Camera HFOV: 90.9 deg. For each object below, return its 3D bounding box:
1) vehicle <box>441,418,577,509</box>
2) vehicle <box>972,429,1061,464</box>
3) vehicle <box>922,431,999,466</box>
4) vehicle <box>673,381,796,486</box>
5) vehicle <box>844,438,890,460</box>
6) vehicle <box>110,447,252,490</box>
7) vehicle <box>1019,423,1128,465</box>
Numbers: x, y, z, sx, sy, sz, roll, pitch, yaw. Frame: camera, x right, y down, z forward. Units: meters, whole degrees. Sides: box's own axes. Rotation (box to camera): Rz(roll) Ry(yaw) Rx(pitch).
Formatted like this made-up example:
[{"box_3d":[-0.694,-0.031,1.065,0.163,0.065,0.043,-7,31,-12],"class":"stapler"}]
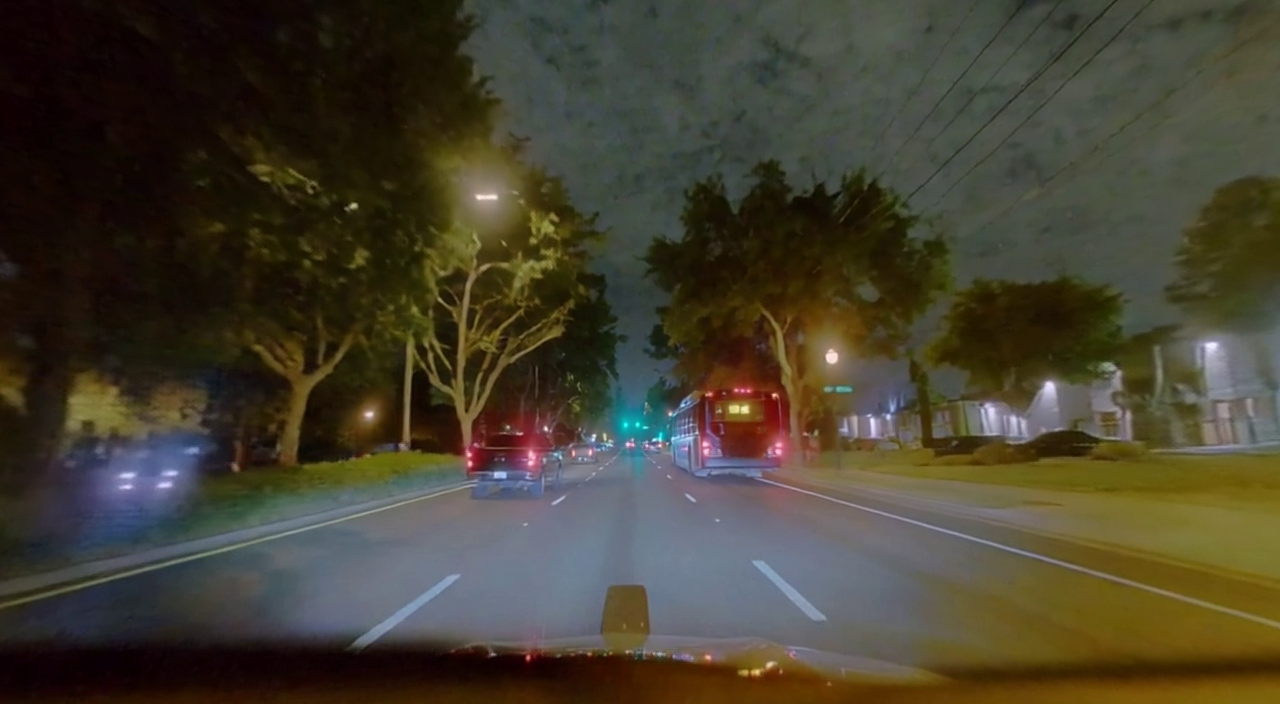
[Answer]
[{"box_3d":[-2.972,2.693,15.673,2.074,1.849,5.137,0,-8,2],"class":"vehicle"},{"box_3d":[19.122,4.827,32.248,2.062,1.683,4.209,0,-8,2],"class":"vehicle"},{"box_3d":[16.523,4.997,32.727,1.972,1.648,4.016,0,-8,2],"class":"vehicle"},{"box_3d":[3.269,3.469,26.009,3.059,3.264,12.623,0,-8,0],"class":"vehicle"},{"box_3d":[16.201,6.956,45.123,1.797,1.455,4.342,-2,-9,2],"class":"vehicle"},{"box_3d":[-17.570,4.454,24.488,1.854,1.489,4.820,0,-8,0],"class":"vehicle"},{"box_3d":[21.802,4.662,32.016,2.152,1.945,4.827,0,-8,2],"class":"vehicle"}]
